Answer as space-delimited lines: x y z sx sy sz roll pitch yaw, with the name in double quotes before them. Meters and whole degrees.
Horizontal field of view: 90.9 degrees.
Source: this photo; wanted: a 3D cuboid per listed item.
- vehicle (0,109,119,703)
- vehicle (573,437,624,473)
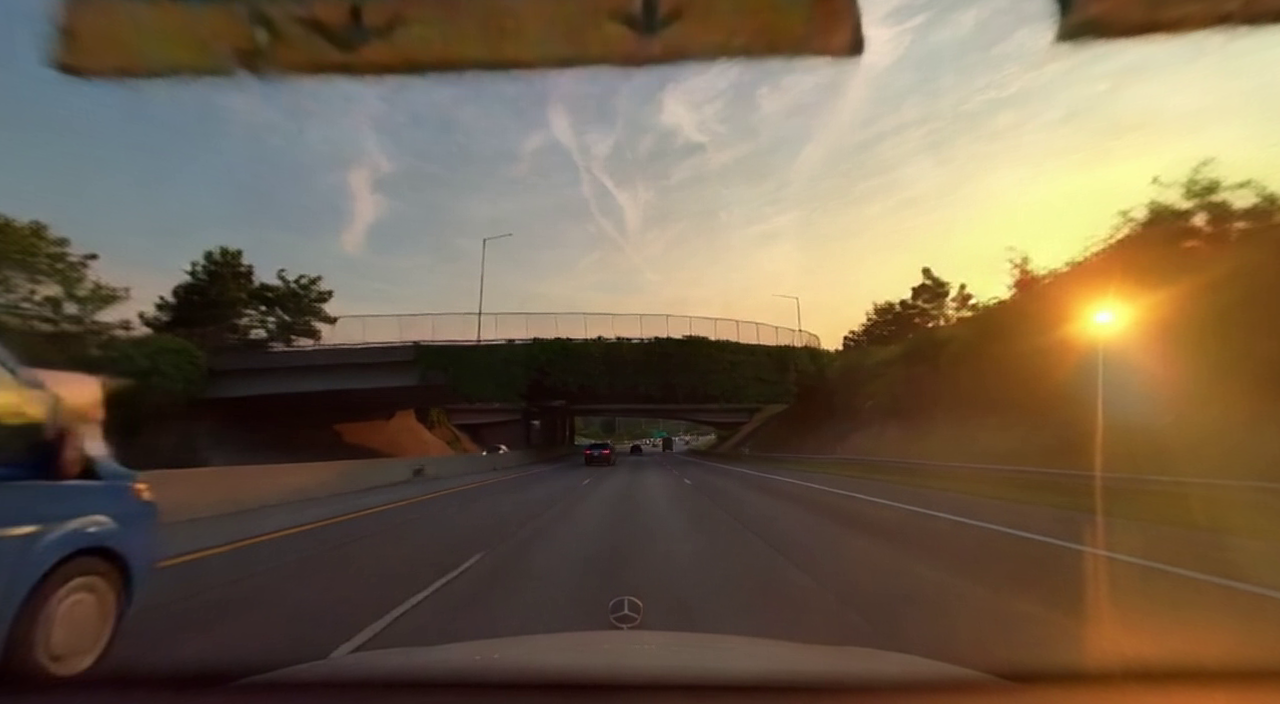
"vehicle" -4.021 -0.069 0.255 2.382 2.736 5.982 0 -9 0
"vehicle" -2.016 5.196 31.916 2.183 1.662 3.968 0 -9 2
